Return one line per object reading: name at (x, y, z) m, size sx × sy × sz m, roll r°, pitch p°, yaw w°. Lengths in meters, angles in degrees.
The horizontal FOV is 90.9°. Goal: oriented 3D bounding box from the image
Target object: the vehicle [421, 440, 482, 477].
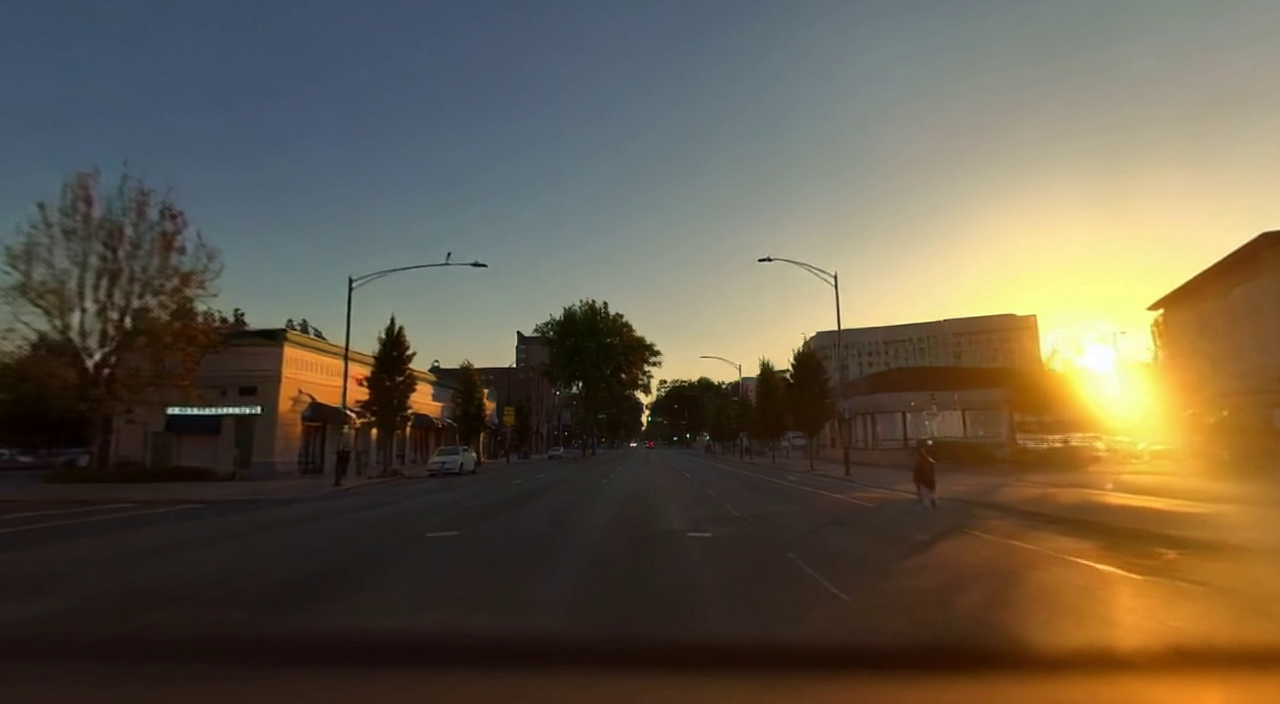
vehicle at (-10.616, 5.992, 35.788) m, size 2.060 × 1.796 × 4.675 m, roll -2°, pitch -7°, yaw 0°
